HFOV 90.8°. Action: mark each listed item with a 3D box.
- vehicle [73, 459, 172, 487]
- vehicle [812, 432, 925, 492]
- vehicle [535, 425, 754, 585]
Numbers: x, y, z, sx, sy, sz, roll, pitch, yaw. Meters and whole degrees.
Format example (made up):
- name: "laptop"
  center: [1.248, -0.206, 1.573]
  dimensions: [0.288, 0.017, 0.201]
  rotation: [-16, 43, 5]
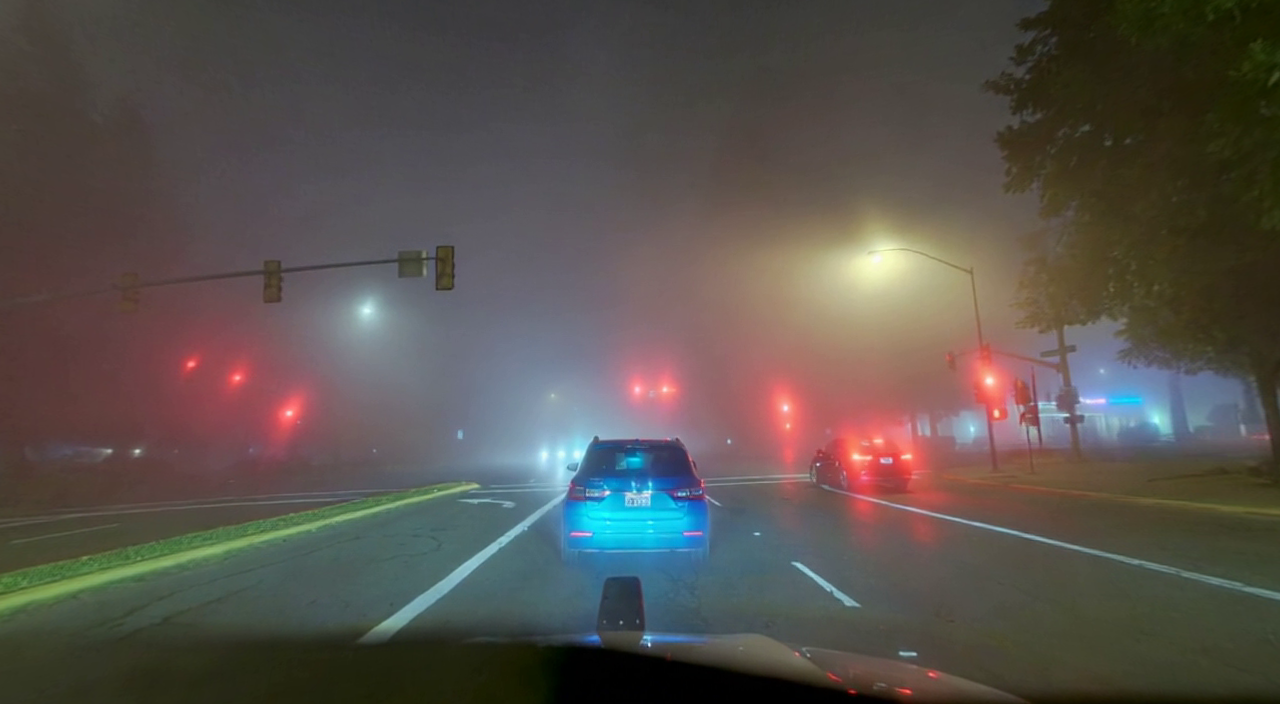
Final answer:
- name: "vehicle"
  center: [-32.390, 7.556, 39.638]
  dimensions: [4.401, 1.625, 1.863]
  rotation: [0, -8, -4]
- name: "vehicle"
  center: [7.056, 3.439, 20.072]
  dimensions: [2.039, 1.692, 4.319]
  rotation: [0, -8, 1]
- name: "vehicle"
  center: [-0.016, 1.763, 8.146]
  dimensions: [2.070, 1.488, 4.206]
  rotation: [0, -8, -2]
